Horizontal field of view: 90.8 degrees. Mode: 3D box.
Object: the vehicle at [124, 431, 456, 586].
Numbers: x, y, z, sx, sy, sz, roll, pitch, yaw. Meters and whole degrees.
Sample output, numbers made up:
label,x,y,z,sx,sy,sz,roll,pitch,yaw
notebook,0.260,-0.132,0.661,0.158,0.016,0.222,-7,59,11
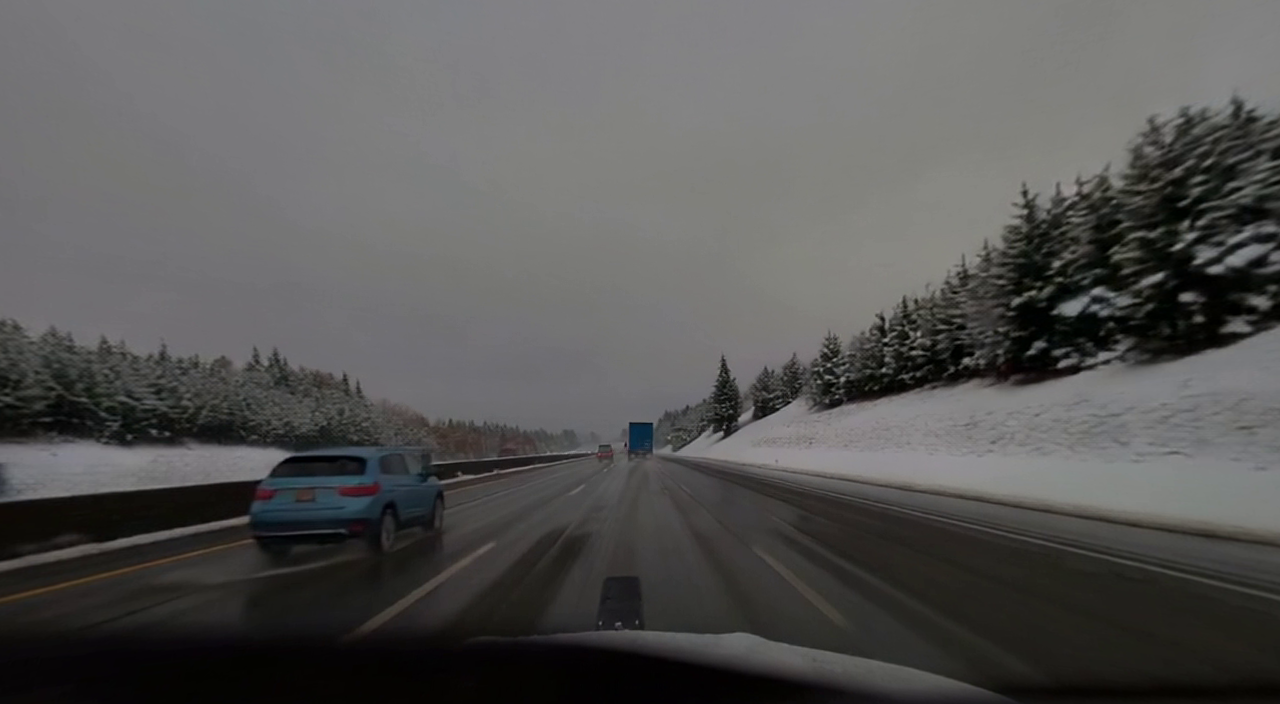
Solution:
label,x,y,z,sx,sy,sz,roll,pitch,yaw
vehicle,-4.129,1.891,8.457,2.051,1.537,4.111,0,-9,0
